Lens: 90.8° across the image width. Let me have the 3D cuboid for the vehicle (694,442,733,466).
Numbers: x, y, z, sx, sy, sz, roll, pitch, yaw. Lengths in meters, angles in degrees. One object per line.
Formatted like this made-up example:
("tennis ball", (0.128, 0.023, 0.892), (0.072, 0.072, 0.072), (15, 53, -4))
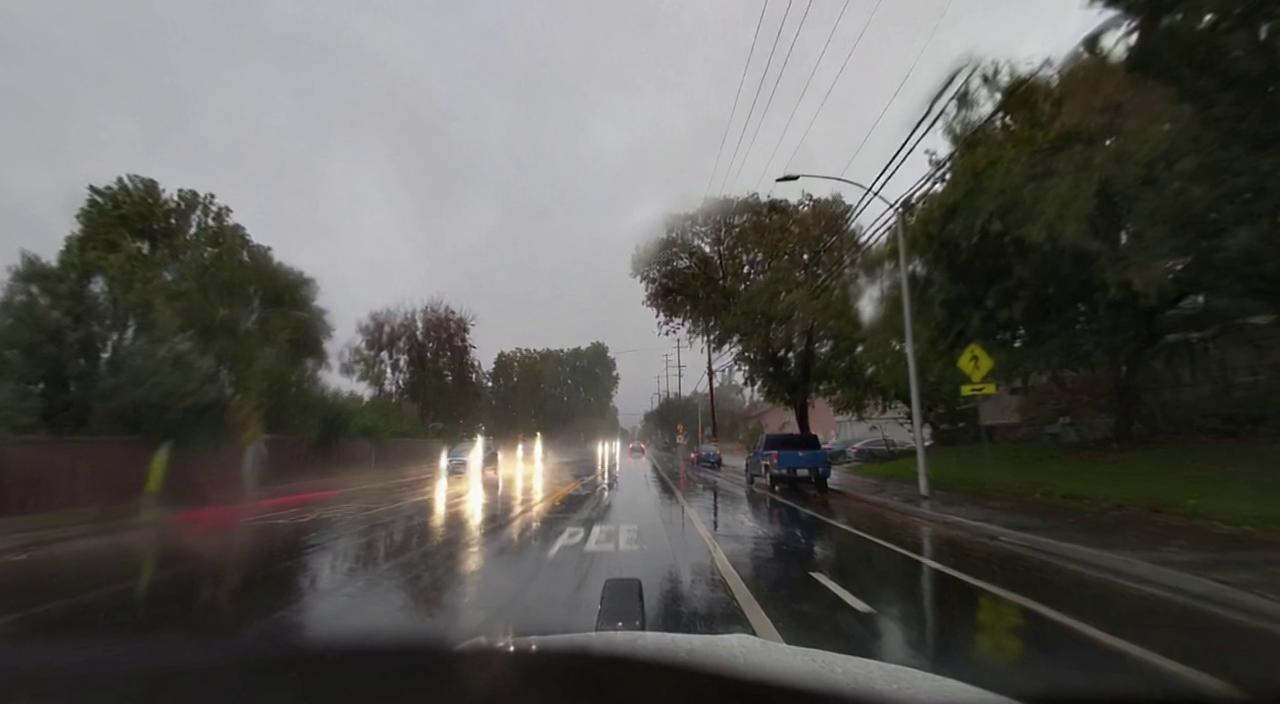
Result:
("vehicle", (4.751, 6.692, 41.564), (1.987, 1.479, 4.562), (0, -8, 0))

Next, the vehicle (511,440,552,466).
("vehicle", (-7.406, 6.971, 43.662), (1.989, 1.706, 4.495), (0, -8, 1))

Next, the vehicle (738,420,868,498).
("vehicle", (4.695, 3.226, 19.504), (2.335, 1.972, 6.368), (0, -8, 0))

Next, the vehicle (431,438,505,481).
("vehicle", (-7.394, 4.658, 27.627), (1.979, 1.711, 4.331), (0, -8, 0))
